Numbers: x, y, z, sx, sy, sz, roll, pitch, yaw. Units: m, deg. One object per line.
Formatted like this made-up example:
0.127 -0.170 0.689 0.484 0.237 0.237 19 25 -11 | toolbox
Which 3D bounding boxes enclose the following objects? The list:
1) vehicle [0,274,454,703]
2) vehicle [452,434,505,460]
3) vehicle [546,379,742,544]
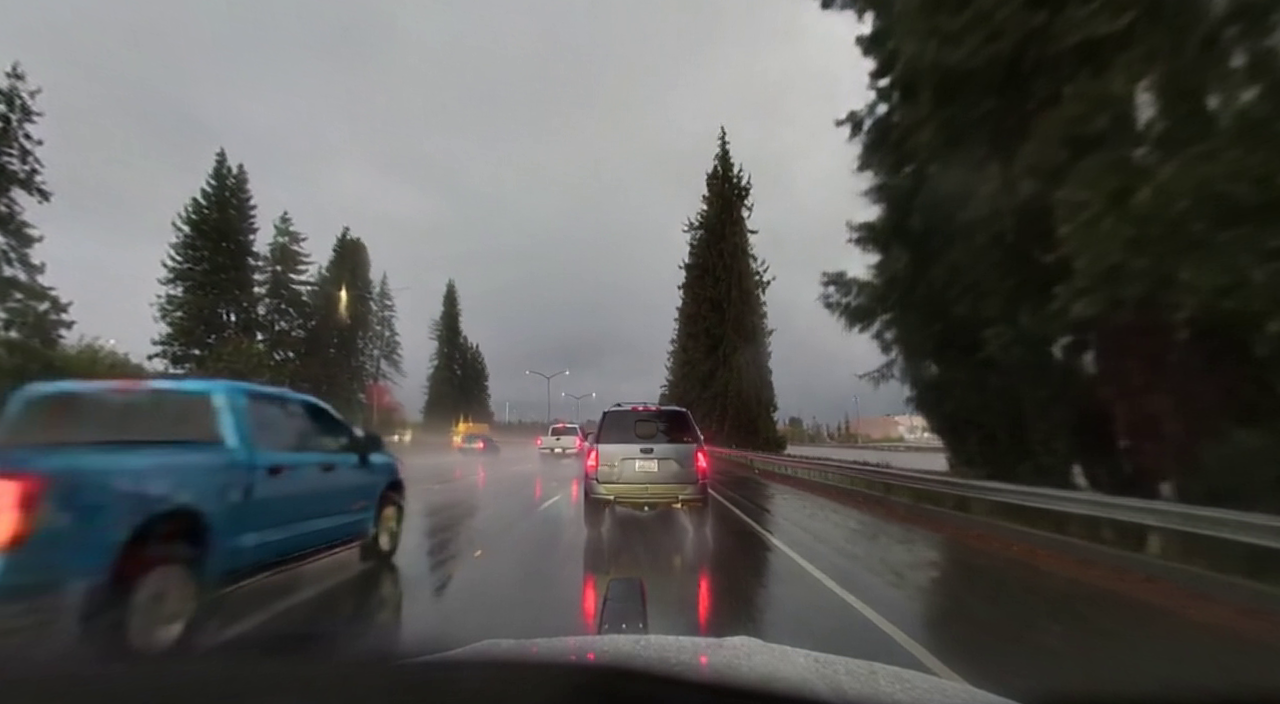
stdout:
-3.342 0.960 4.296 2.235 1.826 6.106 0 -8 1 | vehicle
-10.152 6.029 40.074 2.002 1.484 4.798 0 -8 1 | vehicle
0.060 1.693 10.184 2.395 2.013 4.734 0 -8 0 | vehicle
